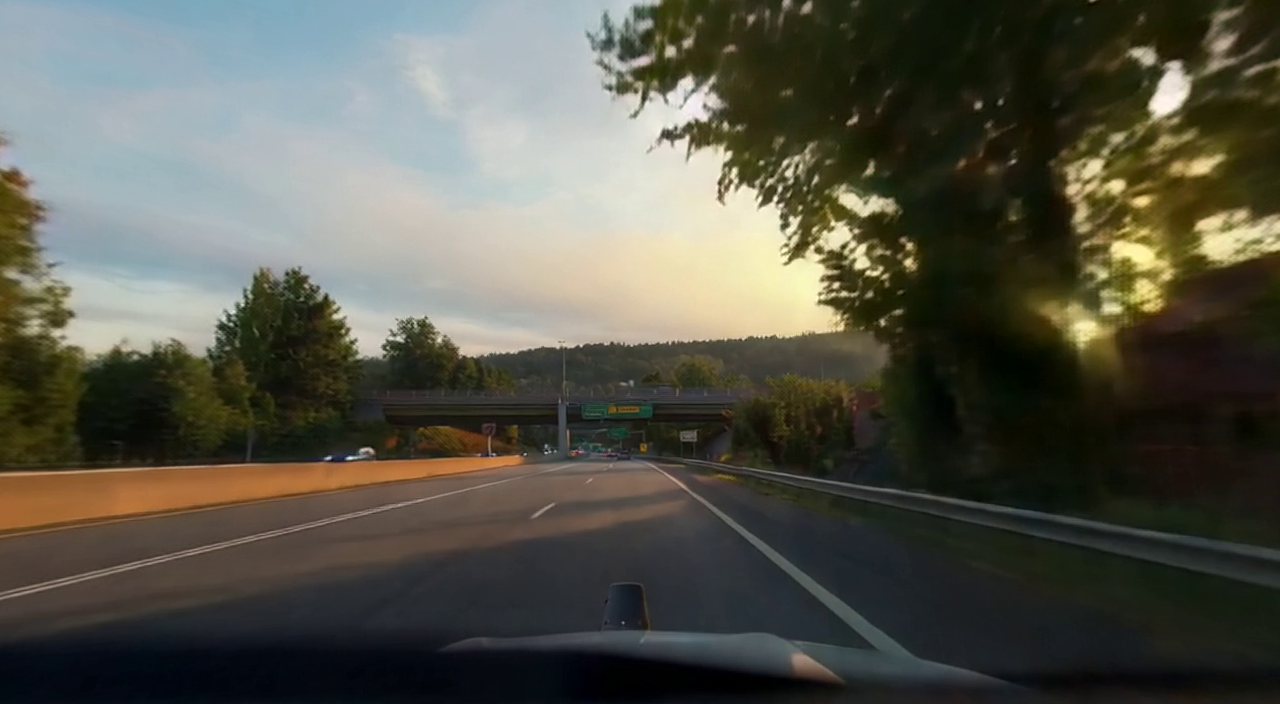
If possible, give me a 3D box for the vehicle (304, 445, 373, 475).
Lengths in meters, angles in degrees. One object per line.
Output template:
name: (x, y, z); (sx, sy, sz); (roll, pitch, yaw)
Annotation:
vehicle: (-15.788, 5.701, 33.256); (1.759, 1.459, 3.931); (0, -9, -1)
